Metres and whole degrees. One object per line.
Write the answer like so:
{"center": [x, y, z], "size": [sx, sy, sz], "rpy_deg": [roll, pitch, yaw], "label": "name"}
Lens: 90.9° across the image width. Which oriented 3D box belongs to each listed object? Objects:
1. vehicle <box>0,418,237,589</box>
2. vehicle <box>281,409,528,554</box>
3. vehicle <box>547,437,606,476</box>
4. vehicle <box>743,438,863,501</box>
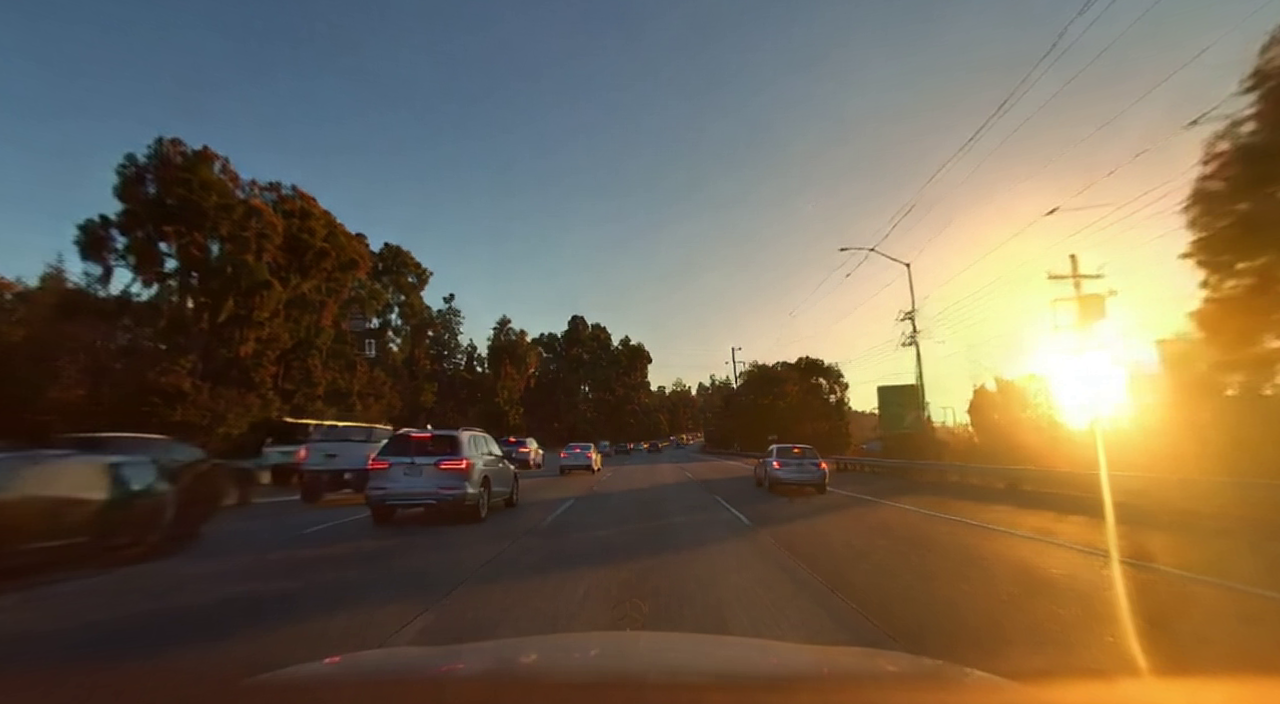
{"center": [-6.860, 1.502, 6.579], "size": [2.049, 1.544, 4.866], "rpy_deg": [0, -8, 1], "label": "vehicle"}
{"center": [-3.337, 1.938, 10.160], "size": [2.133, 1.775, 4.530], "rpy_deg": [0, -8, 1], "label": "vehicle"}
{"center": [-2.873, 4.864, 29.577], "size": [2.133, 1.668, 4.505], "rpy_deg": [0, -8, 2], "label": "vehicle"}
{"center": [4.255, 3.136, 17.331], "size": [2.022, 1.472, 4.678], "rpy_deg": [0, -8, 0], "label": "vehicle"}
